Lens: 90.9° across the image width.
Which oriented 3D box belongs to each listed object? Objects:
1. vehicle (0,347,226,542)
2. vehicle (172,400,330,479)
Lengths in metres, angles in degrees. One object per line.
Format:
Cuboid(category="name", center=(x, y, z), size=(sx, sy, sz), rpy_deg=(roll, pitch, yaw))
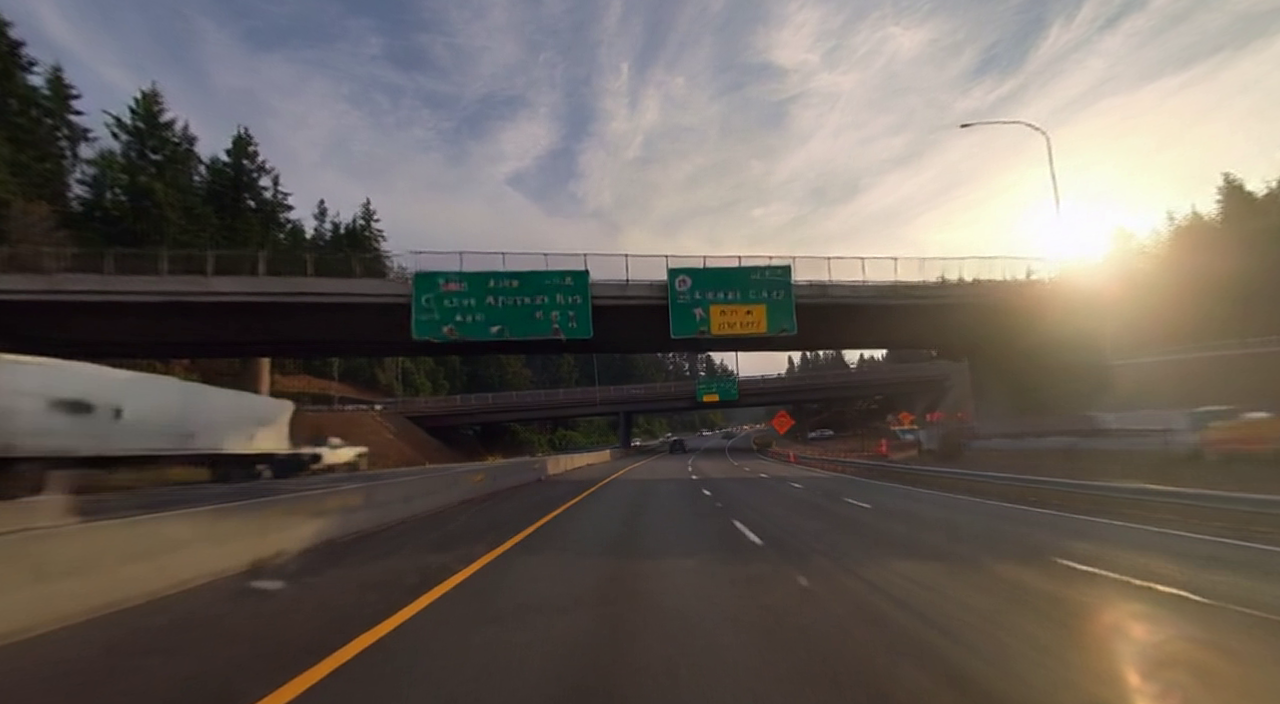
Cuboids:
Cuboid(category="vehicle", center=(-13.333, 1.910, 12.994), size=(3.010, 3.577, 9.124), rpy_deg=(-1, -8, 3))
Cuboid(category="vehicle", center=(-12.885, 2.969, 21.385), size=(2.083, 2.374, 4.725), rpy_deg=(-1, -8, 3))
